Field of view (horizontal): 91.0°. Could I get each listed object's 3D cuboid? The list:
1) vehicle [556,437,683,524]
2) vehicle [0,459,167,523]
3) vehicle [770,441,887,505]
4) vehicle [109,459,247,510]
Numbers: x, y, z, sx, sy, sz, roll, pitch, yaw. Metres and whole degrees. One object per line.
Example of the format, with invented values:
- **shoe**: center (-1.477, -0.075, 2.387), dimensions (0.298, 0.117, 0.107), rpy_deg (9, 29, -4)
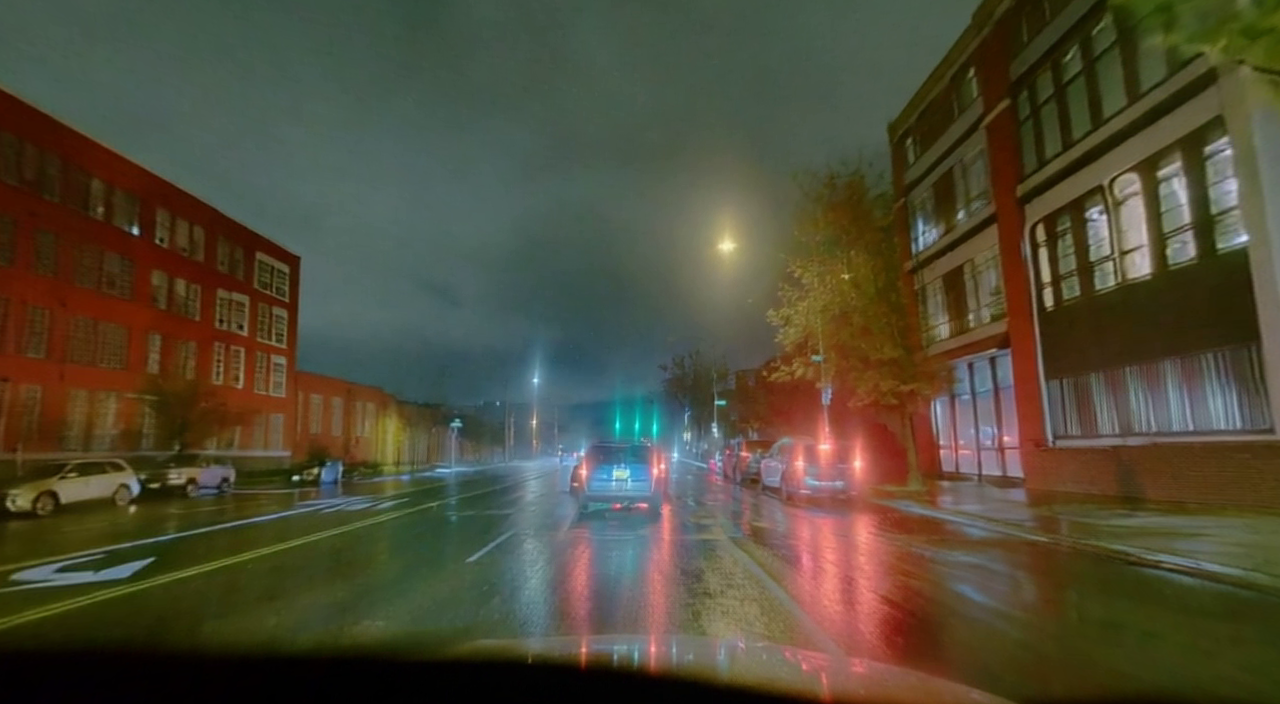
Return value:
- **vehicle**: center (-0.362, 2.584, 13.217), dimensions (2.230, 1.518, 4.113), rpy_deg (0, -9, 0)
- **vehicle**: center (-17.592, 4.244, 19.734), dimensions (1.909, 1.658, 4.559), rpy_deg (0, -9, 1)
- **vehicle**: center (4.935, 3.206, 17.134), dimensions (1.832, 1.491, 4.054), rpy_deg (1, -9, -1)
- **vehicle**: center (-17.950, 5.143, 24.820), dimensions (2.011, 1.727, 4.449), rpy_deg (1, -9, 0)
